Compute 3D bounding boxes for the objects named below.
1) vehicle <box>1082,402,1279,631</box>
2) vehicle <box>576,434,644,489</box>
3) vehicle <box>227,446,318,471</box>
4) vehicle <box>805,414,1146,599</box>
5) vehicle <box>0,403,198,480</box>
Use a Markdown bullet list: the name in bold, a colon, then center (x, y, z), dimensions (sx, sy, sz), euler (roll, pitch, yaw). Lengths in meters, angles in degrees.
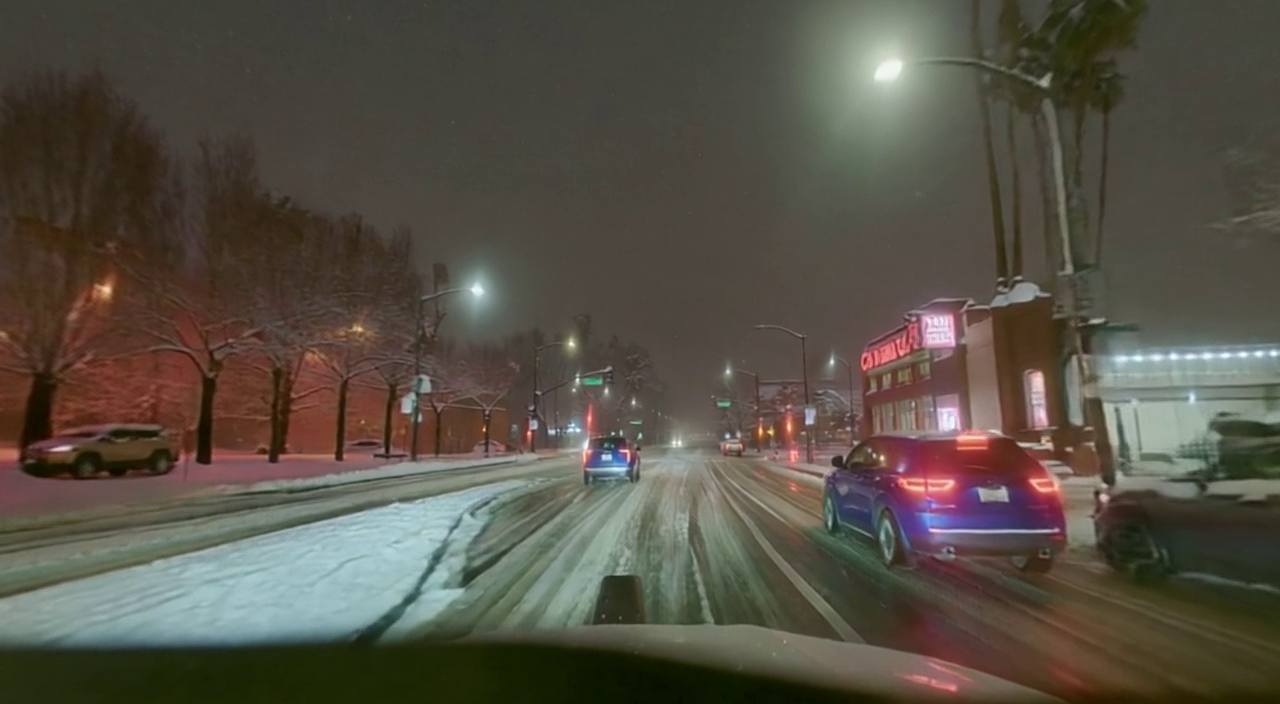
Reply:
- **vehicle**: center (6.206, 1.311, 4.979), dimensions (2.028, 1.832, 4.622), euler (0, -8, 0)
- **vehicle**: center (-0.906, 3.661, 21.446), dimensions (2.063, 1.664, 4.471), euler (0, -8, 0)
- **vehicle**: center (-23.086, 6.671, 39.906), dimensions (1.800, 1.462, 4.752), euler (-4, -9, 24)
- **vehicle**: center (3.617, 1.728, 7.976), dimensions (1.983, 1.654, 4.354), euler (0, -8, 2)
- **vehicle**: center (-21.447, 3.570, 25.200), dimensions (2.198, 2.684, 5.751), euler (-4, -9, 24)
